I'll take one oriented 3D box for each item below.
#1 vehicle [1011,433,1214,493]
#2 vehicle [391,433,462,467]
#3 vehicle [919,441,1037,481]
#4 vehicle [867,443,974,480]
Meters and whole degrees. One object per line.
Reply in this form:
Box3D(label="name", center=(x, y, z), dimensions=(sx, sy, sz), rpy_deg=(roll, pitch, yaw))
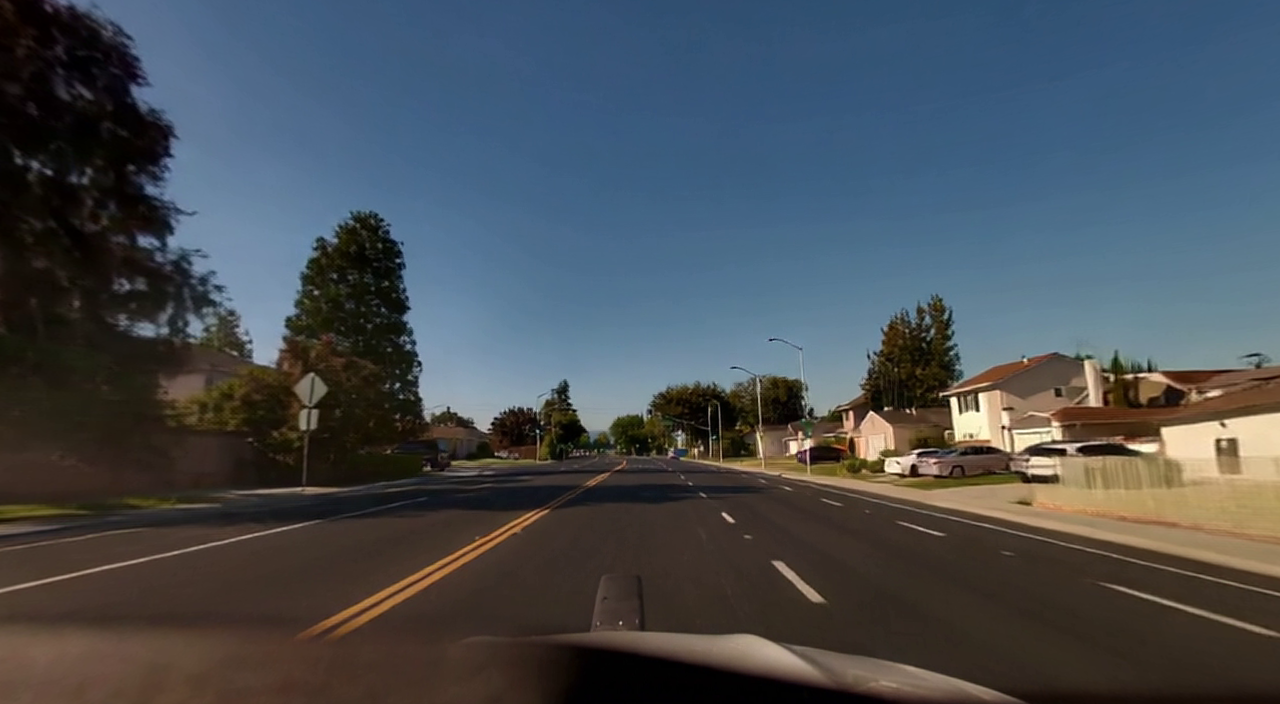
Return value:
Box3D(label="vehicle", center=(15.124, 3.552, 20.430), dimensions=(4.854, 1.803, 2.179), rpy_deg=(1, -9, -4))
Box3D(label="vehicle", center=(-15.170, 7.050, 45.404), dimensions=(2.653, 2.232, 6.273), rpy_deg=(0, -9, 2))
Box3D(label="vehicle", center=(15.430, 4.988, 29.021), dimensions=(4.234, 1.491, 1.940), rpy_deg=(-4, -7, 1))
Box3D(label="vehicle", center=(14.308, 5.592, 32.425), dimensions=(4.466, 1.578, 1.968), rpy_deg=(-3, -7, 0))
